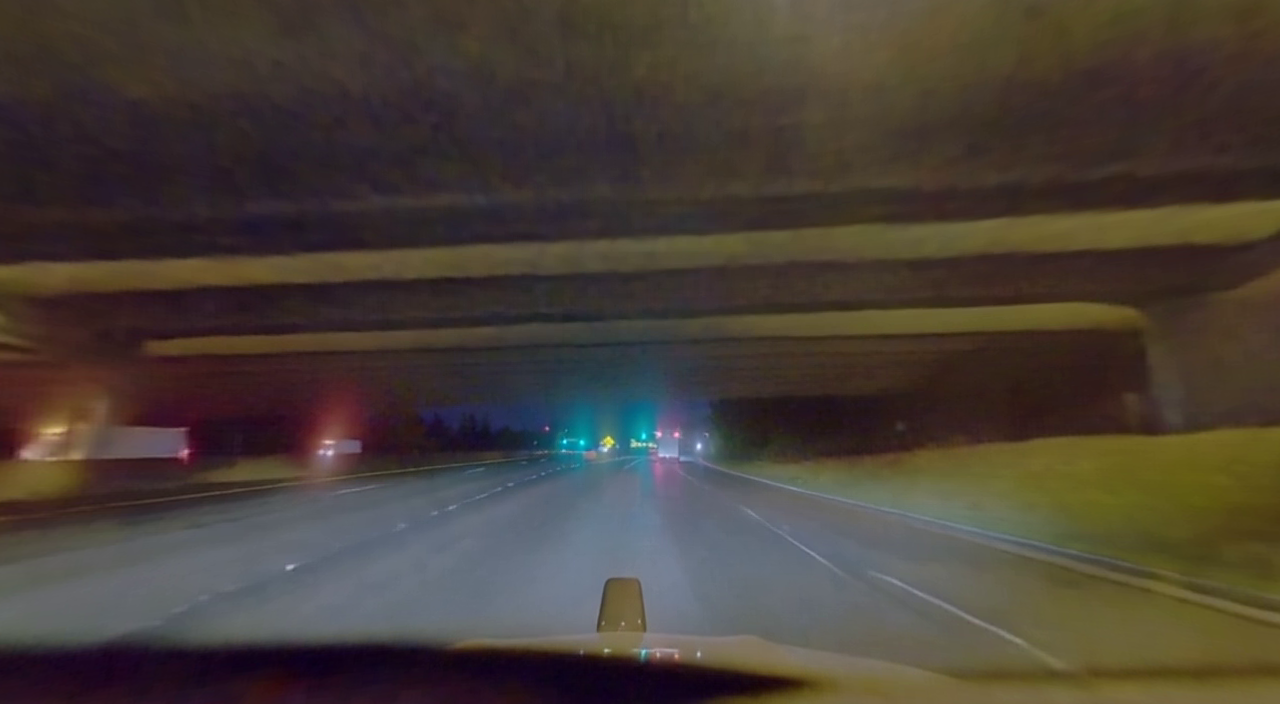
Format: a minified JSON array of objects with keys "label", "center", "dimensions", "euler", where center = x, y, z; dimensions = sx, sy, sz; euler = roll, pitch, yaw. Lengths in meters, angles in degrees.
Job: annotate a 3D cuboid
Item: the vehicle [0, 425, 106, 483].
[{"label":"vehicle","center":[-39.802,6.821,42.166],"dimensions":[2.887,3.555,6.298],"euler":[2,-9,-8]}]
